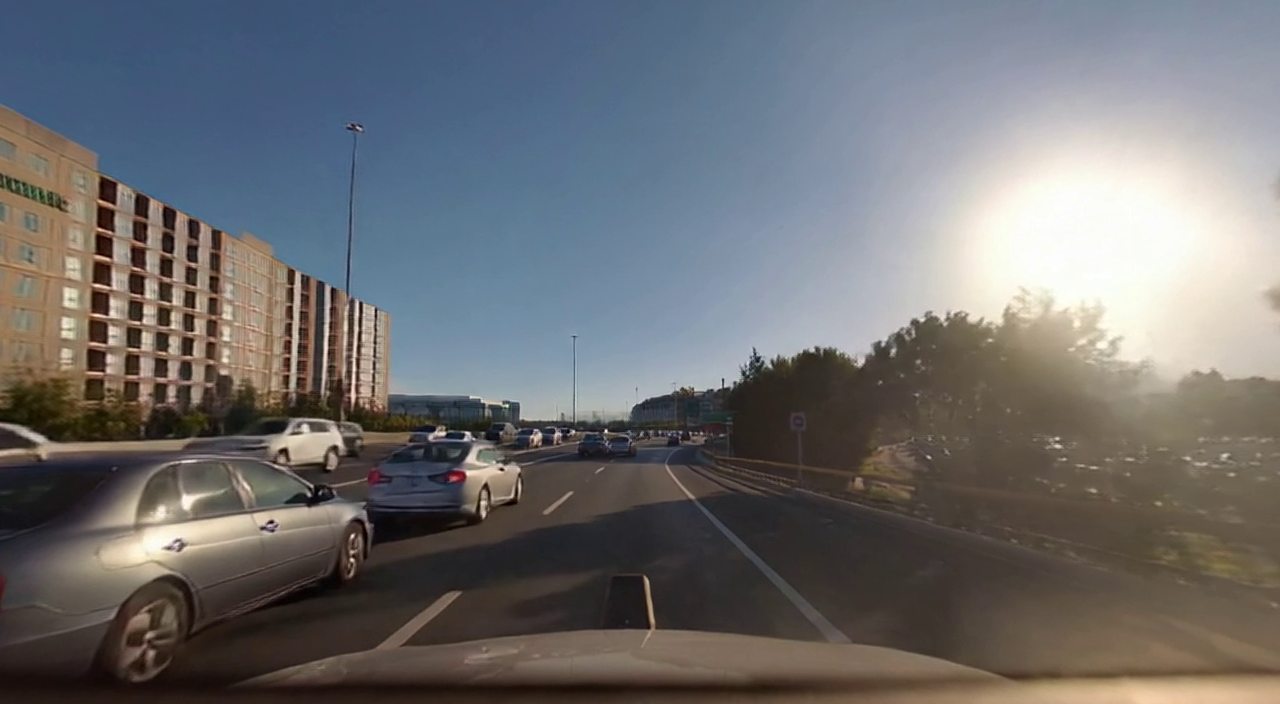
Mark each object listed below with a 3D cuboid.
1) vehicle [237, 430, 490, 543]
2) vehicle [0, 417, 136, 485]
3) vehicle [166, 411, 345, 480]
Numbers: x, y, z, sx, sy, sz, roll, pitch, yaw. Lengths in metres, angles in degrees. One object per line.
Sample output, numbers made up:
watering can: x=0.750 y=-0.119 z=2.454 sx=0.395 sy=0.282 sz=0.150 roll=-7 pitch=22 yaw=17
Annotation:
vehicle: x=-4.183 y=2.098 z=10.570 sx=2.035 sy=1.460 sz=4.497 roll=-1 pitch=-8 yaw=3
vehicle: x=-14.978 y=2.378 z=15.160 sx=1.850 sy=1.490 sz=4.628 roll=0 pitch=-8 yaw=1
vehicle: x=-10.335 y=2.584 z=17.471 sx=1.926 sy=1.650 sz=4.593 roll=-1 pitch=-8 yaw=2
